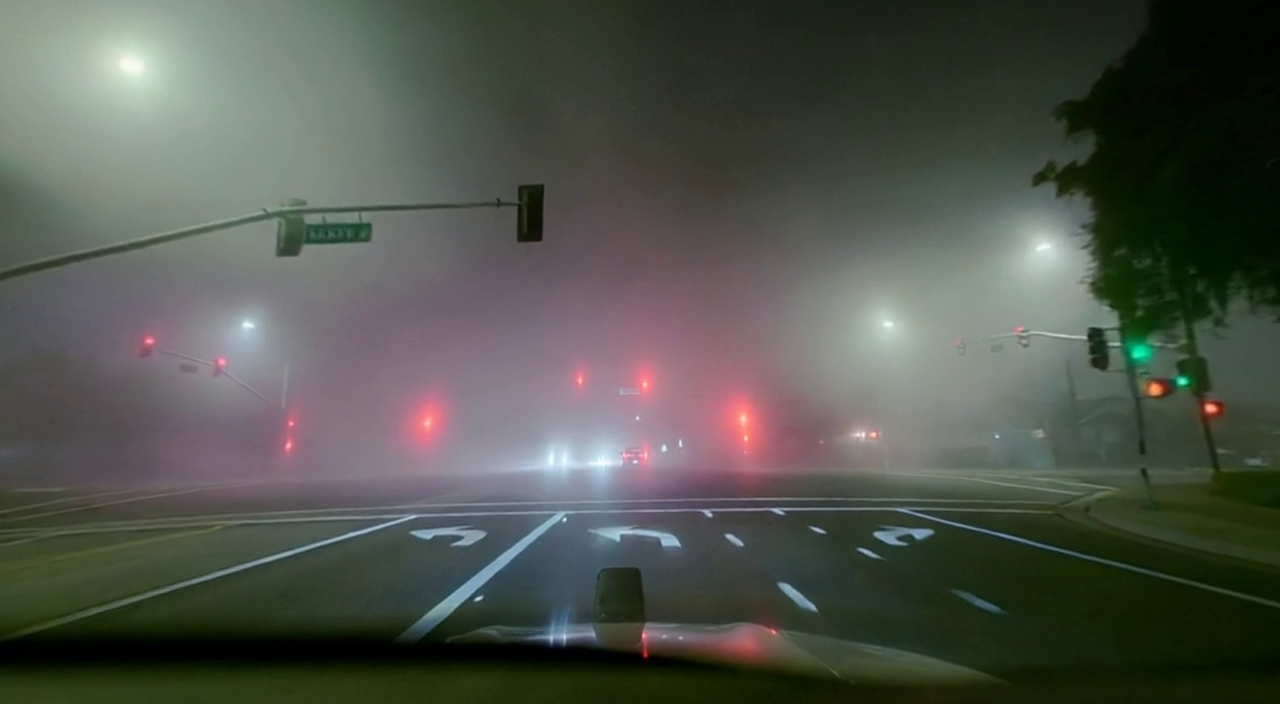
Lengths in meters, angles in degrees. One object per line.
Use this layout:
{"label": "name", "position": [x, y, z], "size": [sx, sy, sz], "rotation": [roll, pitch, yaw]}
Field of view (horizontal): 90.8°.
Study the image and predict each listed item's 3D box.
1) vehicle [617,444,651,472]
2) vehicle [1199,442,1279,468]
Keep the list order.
{"label": "vehicle", "position": [-0.524, 7.542, 45.121], "size": [2.248, 1.833, 4.798], "rotation": [0, -9, -3]}
{"label": "vehicle", "position": [43.262, 7.297, 44.868], "size": [5.165, 1.711, 2.081], "rotation": [0, -9, -3]}
